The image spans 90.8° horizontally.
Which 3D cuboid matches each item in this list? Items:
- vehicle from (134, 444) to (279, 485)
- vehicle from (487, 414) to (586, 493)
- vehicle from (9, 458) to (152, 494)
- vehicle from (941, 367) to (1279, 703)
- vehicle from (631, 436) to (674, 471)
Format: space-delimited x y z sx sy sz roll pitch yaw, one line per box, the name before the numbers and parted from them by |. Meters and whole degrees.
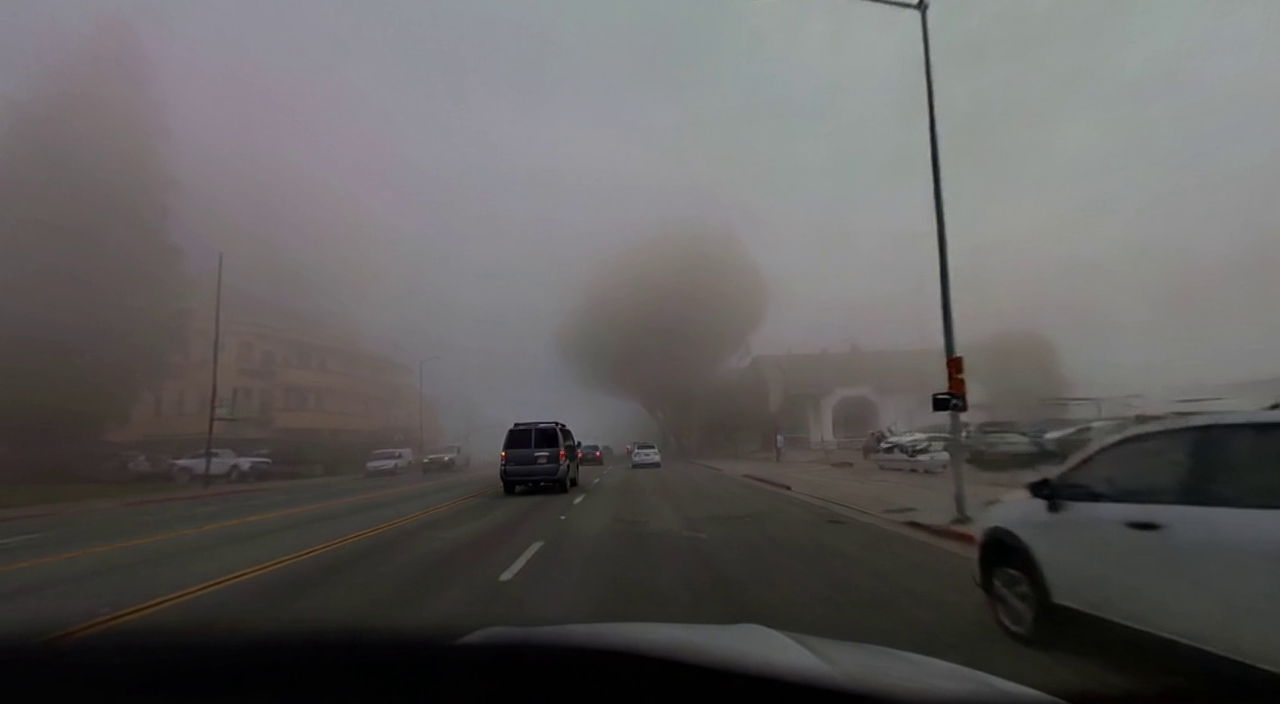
vehicle | -24.041 6.267 35.305 6.055 2.148 2.690 0 -9 -1
vehicle | -3.029 3.157 19.802 2.213 2.123 5.124 0 -9 0
vehicle | -26.562 5.868 30.120 4.926 1.571 1.941 0 -9 -1
vehicle | 3.524 0.845 2.232 2.049 1.631 5.292 0 -9 -4
vehicle | 0.577 5.299 33.151 2.126 1.657 4.132 0 -9 -1
